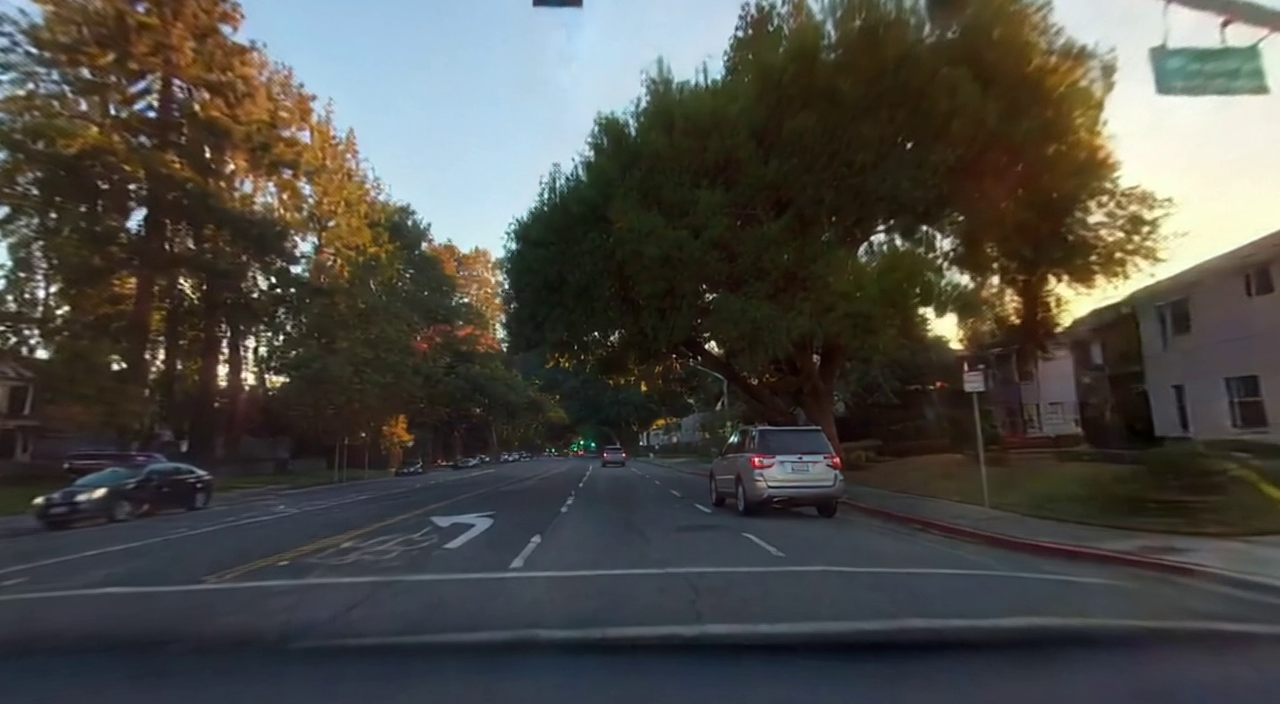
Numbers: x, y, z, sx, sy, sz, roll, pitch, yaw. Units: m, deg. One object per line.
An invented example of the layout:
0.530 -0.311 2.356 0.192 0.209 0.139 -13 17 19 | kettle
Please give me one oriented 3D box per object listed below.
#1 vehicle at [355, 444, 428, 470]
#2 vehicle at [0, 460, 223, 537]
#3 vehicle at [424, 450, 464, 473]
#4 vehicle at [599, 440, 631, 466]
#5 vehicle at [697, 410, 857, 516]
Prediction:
-19.558 8.285 49.816 4.928 1.962 2.048 0 -9 -6 | vehicle
-12.895 3.516 15.765 1.965 1.416 4.613 -4 -9 -3 | vehicle
-14.329 7.994 46.267 1.752 1.496 4.468 -3 -9 -4 | vehicle
-1.797 7.021 43.981 2.138 1.729 4.178 0 -8 -4 | vehicle
2.990 2.622 15.380 2.338 2.063 5.592 0 -8 -3 | vehicle
